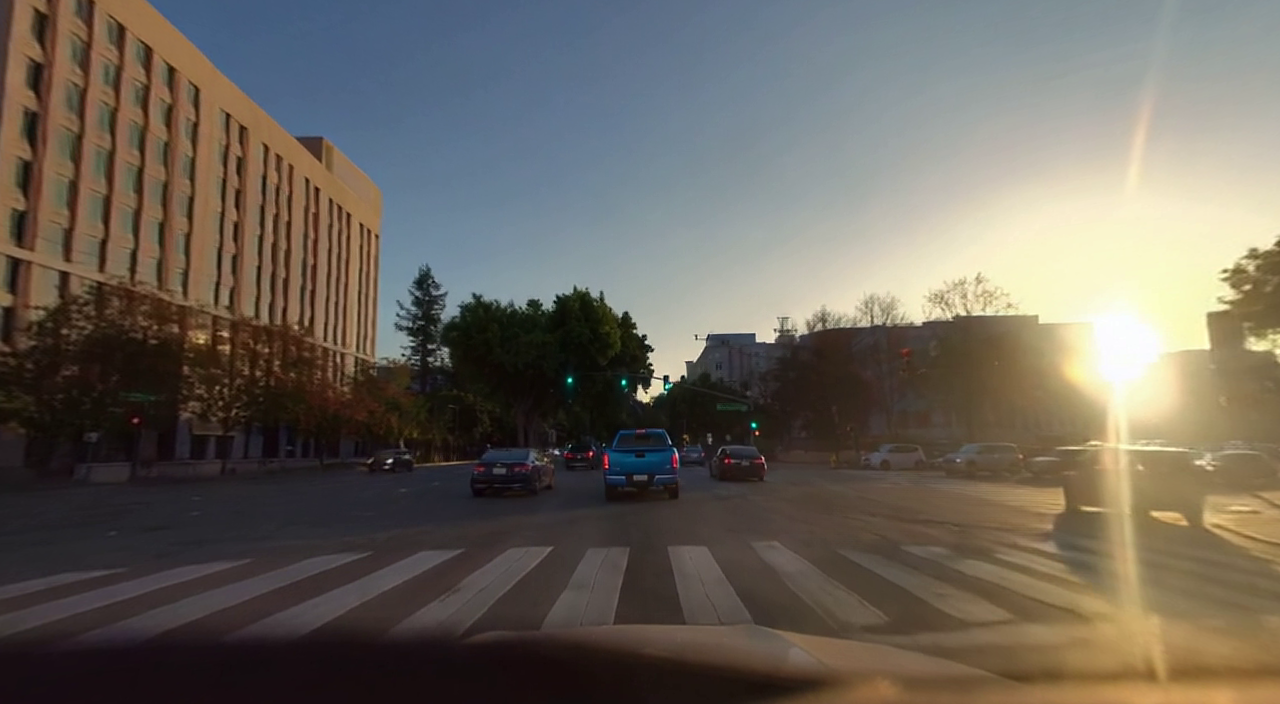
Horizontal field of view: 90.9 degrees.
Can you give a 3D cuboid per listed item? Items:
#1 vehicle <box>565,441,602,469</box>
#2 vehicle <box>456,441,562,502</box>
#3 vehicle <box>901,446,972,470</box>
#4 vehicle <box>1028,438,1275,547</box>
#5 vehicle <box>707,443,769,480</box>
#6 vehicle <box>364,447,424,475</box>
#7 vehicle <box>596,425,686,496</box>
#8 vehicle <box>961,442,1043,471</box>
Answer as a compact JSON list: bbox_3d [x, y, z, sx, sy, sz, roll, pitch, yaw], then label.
[{"bbox_3d":[-3.654,6.704,41.213,2.018,1.700,4.142,0,-8,0],"label":"vehicle"},{"bbox_3d":[-3.518,3.288,17.875,1.986,1.465,4.509,0,-8,1],"label":"vehicle"},{"bbox_3d":[19.911,7.069,42.338,4.417,1.492,1.943,4,-9,-27],"label":"vehicle"},{"bbox_3d":[10.147,2.727,13.117,2.126,1.820,4.521,-2,-9,14],"label":"vehicle"},{"bbox_3d":[4.288,4.838,28.198,1.968,1.472,4.456,0,-8,-1],"label":"vehicle"},{"bbox_3d":[-15.852,6.996,40.911,2.012,1.674,4.522,0,-8,1],"label":"vehicle"},{"bbox_3d":[0.031,3.359,19.935,2.493,1.934,4.957,0,-8,0],"label":"vehicle"},{"bbox_3d":[23.072,6.606,40.104,4.786,1.777,2.248,4,-10,-29],"label":"vehicle"}]
